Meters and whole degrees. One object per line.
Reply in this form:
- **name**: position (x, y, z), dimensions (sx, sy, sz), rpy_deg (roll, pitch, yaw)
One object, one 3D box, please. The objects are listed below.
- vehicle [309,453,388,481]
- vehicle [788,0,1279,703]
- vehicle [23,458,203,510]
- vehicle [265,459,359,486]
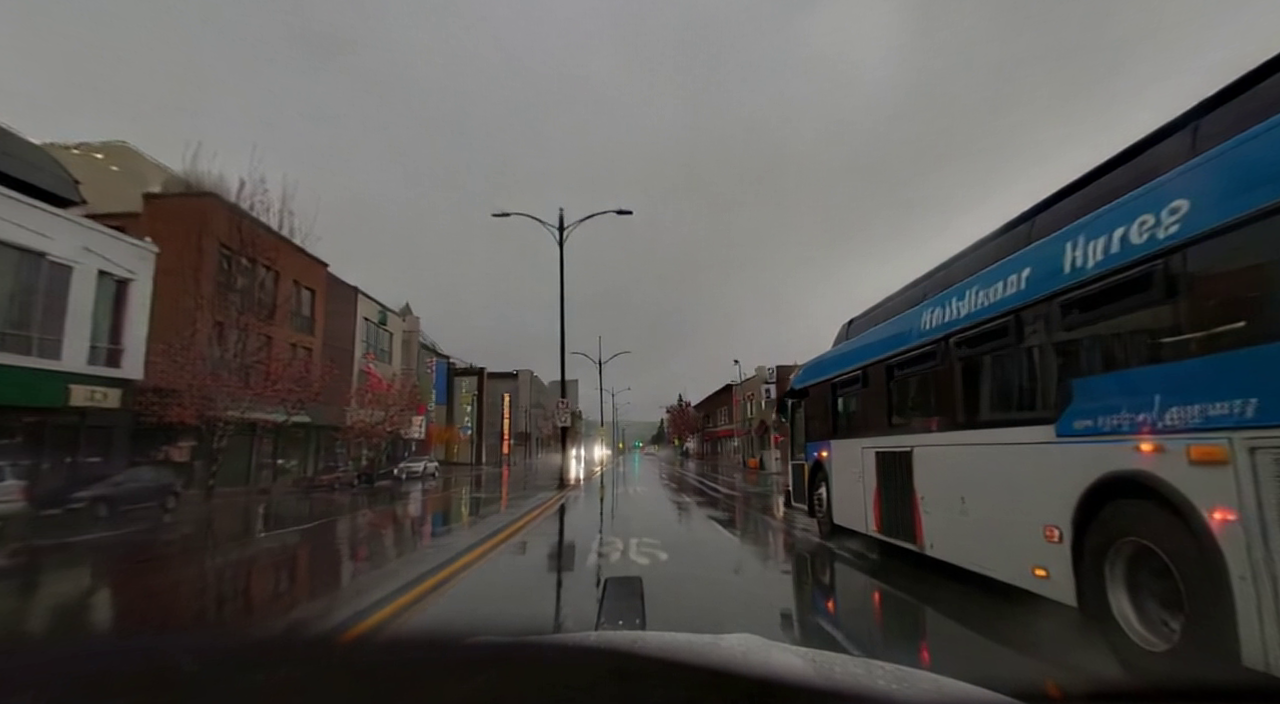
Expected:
- **vehicle**: position (-19.619, 7.745, 42.673), dimensions (4.325, 1.777, 1.948), rpy_deg (0, -9, 0)
- **vehicle**: position (4.384, 0.427, 4.935), dimensions (3.194, 3.345, 12.428), rpy_deg (0, -9, -1)
- **vehicle**: position (-17.897, 4.485, 21.652), dimensions (4.246, 1.612, 1.914), rpy_deg (1, -9, -7)
- **vehicle**: position (-19.340, 7.098, 37.397), dimensions (4.522, 1.469, 1.840), rpy_deg (1, -9, -4)
